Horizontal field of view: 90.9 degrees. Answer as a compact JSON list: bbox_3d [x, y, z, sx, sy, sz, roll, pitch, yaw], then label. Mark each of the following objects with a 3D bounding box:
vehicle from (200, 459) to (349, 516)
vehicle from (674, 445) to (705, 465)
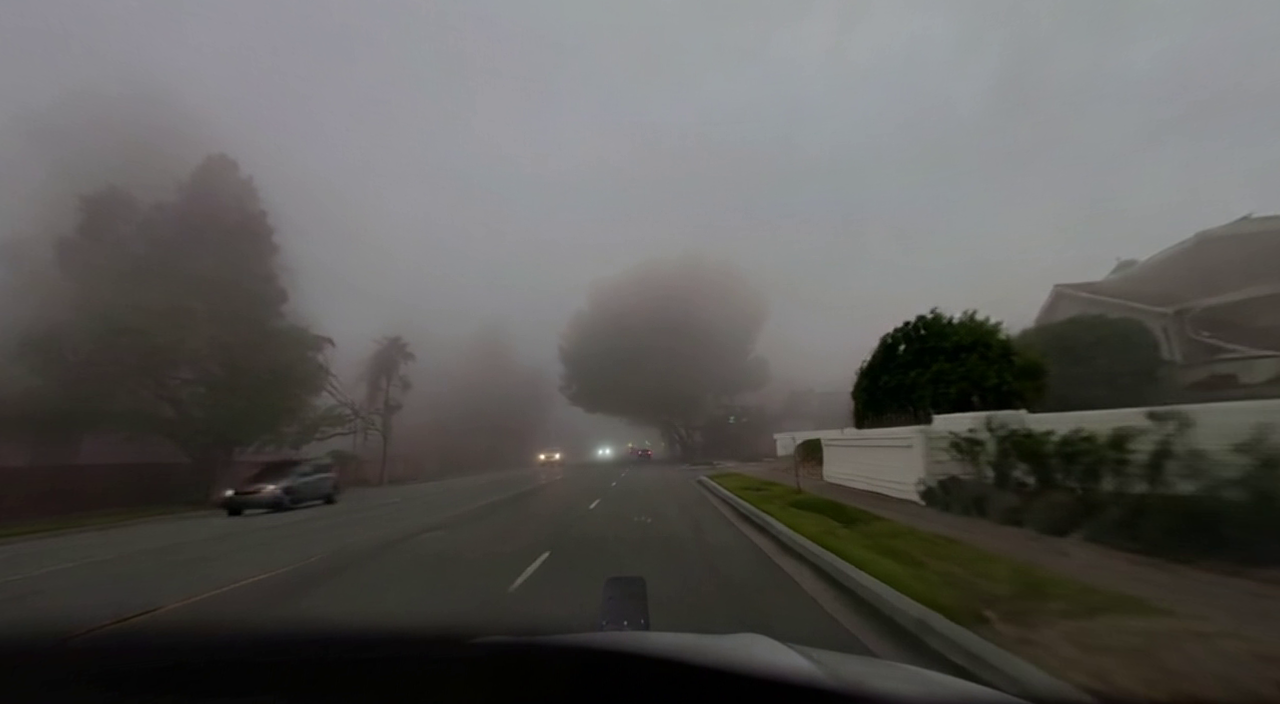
[{"bbox_3d":[-11.628,4.306,20.518,1.947,1.513,4.710,0,-9,1],"label":"vehicle"},{"bbox_3d":[3.817,7.959,48.908,2.011,1.507,4.769,0,-9,0],"label":"vehicle"}]
